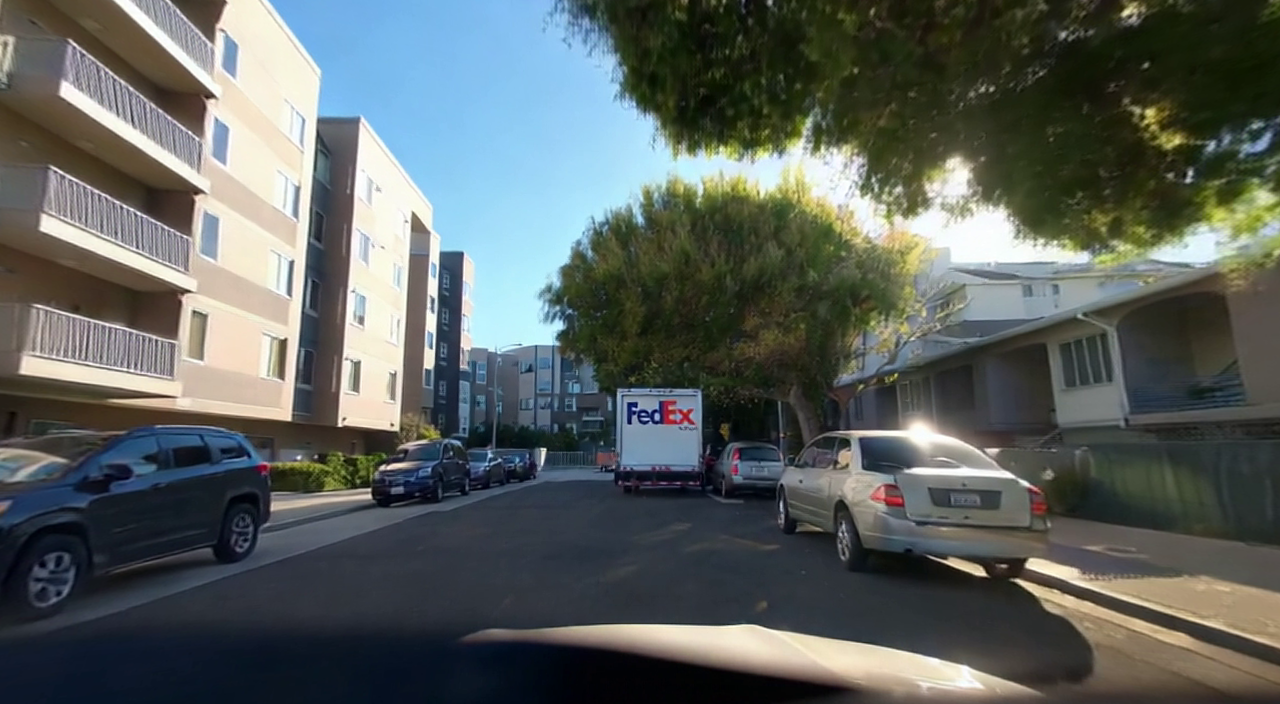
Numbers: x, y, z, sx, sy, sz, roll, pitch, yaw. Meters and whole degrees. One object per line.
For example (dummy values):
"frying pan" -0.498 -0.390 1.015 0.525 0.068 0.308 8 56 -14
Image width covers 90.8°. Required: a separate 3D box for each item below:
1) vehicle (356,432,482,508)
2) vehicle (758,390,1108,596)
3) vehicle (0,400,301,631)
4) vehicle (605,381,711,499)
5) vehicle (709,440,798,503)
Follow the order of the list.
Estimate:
"vehicle" -6.081 3.271 18.091 2.020 1.867 4.654 0 -8 -1
"vehicle" 3.376 1.774 8.998 2.221 1.991 5.564 0 -8 -1
"vehicle" -5.959 1.558 6.898 2.089 1.757 4.256 0 -8 0
"vehicle" 0.404 3.028 21.647 2.930 3.275 8.180 0 -8 -1
"vehicle" 3.192 3.412 18.512 1.868 1.623 3.815 0 -8 0
